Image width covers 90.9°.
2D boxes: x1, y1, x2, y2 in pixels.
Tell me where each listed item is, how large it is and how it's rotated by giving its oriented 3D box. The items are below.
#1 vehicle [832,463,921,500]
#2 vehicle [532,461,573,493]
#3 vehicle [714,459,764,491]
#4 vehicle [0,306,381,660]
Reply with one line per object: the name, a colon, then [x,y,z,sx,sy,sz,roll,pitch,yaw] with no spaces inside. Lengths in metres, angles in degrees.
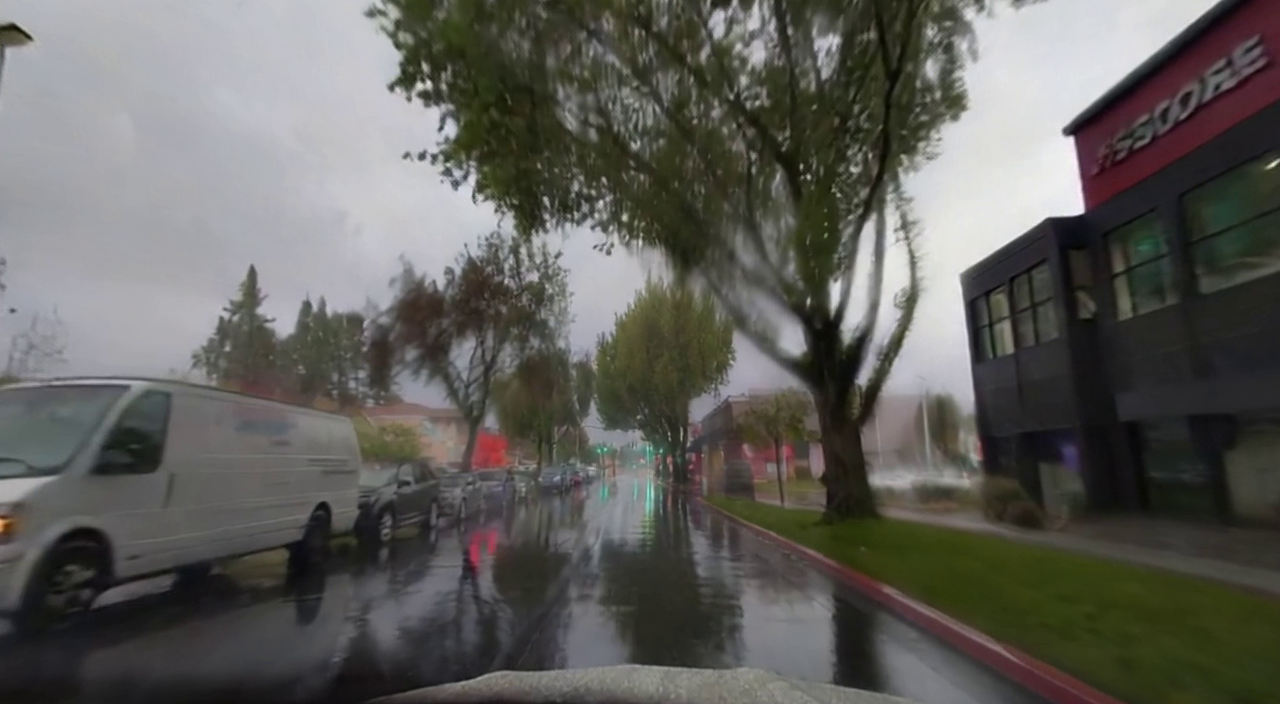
vehicle: [10.327,5.738,27.975,1.926,1.469,4.654,1,-11,-3]
vehicle: [-5.853,8.486,42.919,2.196,2.001,5.548,1,-11,-2]
vehicle: [5.765,7.255,37.270,2.054,1.779,4.650,1,-11,-2]
vehicle: [-5.649,1.434,7.558,2.526,2.655,5.480,0,-10,2]
